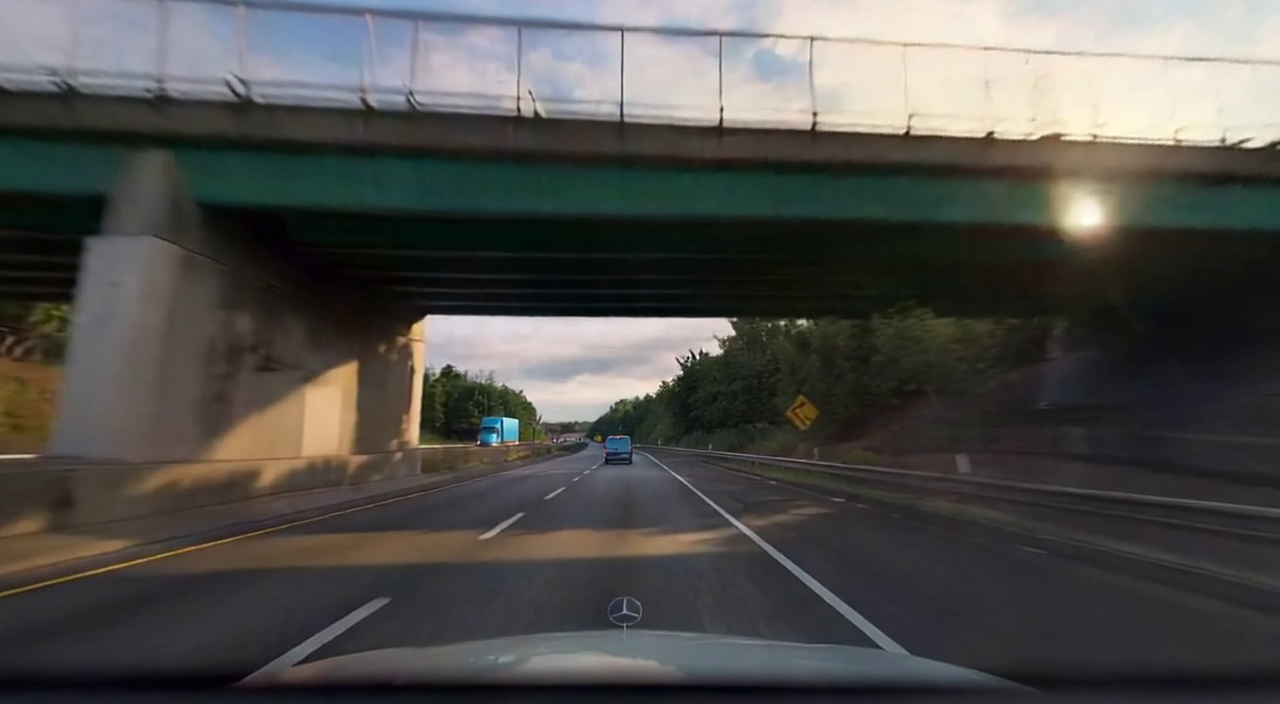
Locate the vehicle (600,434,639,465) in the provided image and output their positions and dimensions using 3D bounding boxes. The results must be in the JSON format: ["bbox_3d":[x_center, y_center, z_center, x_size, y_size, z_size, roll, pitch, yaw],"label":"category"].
[{"bbox_3d":[-1.367,6.388,41.319,2.372,1.891,5.061,0,-8,-2],"label":"vehicle"}]
